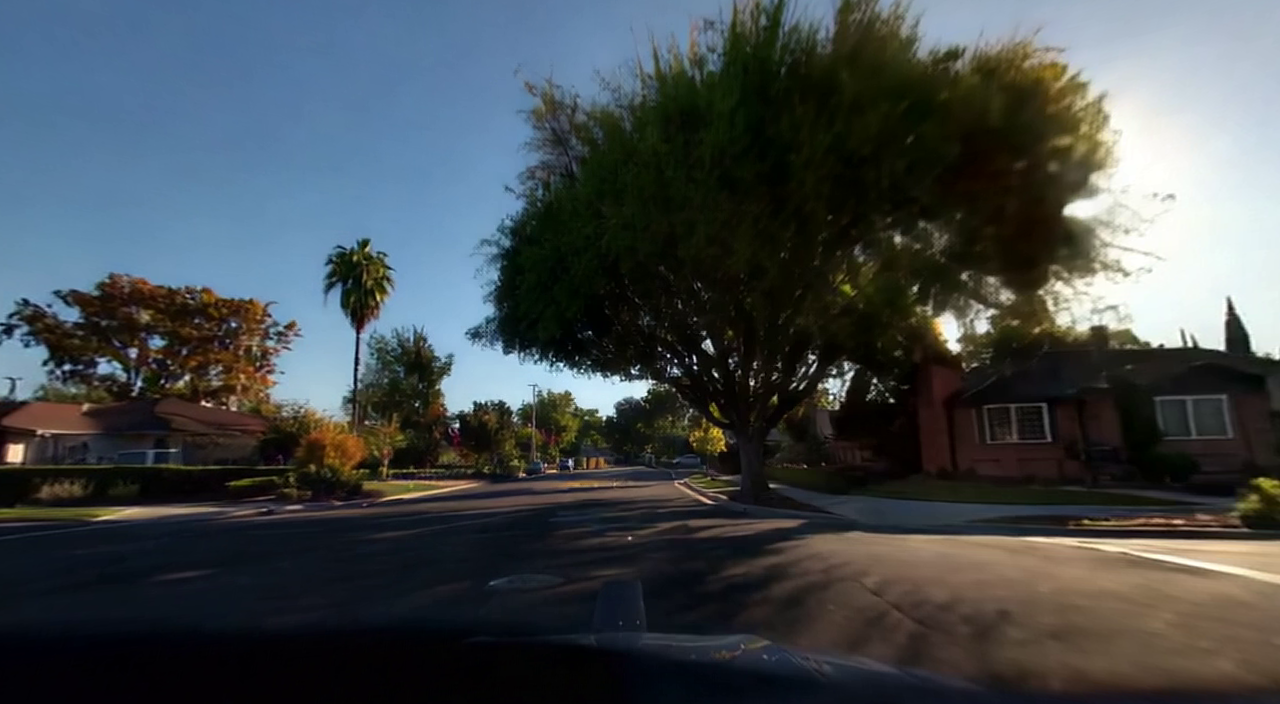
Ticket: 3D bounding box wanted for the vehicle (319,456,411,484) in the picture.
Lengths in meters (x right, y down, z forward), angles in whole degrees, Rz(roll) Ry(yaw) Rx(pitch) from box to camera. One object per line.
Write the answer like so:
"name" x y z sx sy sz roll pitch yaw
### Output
"vehicle" -15.929 6.855 36.794 4.358 1.516 2.077 1 -9 -4
